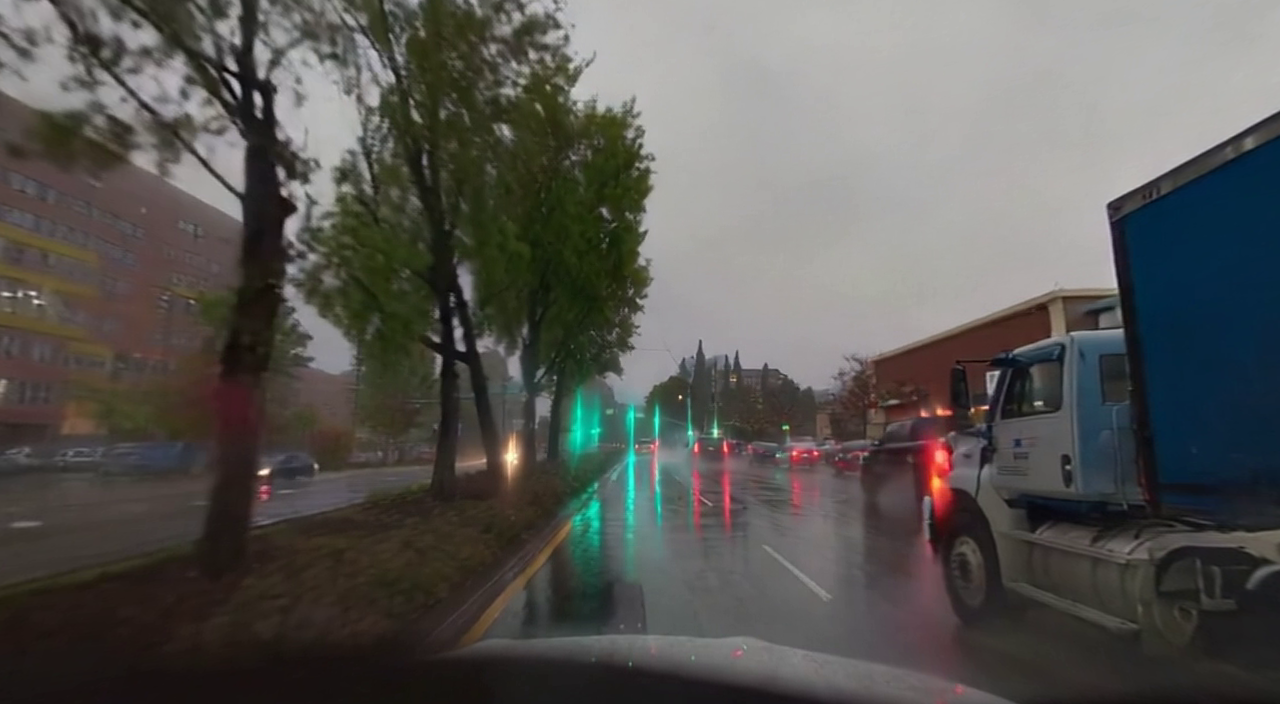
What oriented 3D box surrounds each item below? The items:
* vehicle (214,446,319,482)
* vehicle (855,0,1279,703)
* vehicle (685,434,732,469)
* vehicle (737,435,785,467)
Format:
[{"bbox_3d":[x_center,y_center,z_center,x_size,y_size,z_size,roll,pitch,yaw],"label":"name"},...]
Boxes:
[{"bbox_3d":[-17.104,5.119,29.172,2.017,1.503,4.638,0,-8,0],"label":"vehicle"},{"bbox_3d":[3.739,-0.201,2.464,3.006,3.679,8.506,0,-8,2],"label":"vehicle"},{"bbox_3d":[3.942,5.800,36.975,2.196,1.908,4.412,0,-8,-1],"label":"vehicle"},{"bbox_3d":[7.913,6.536,41.721,2.199,1.980,4.766,0,-8,0],"label":"vehicle"}]
